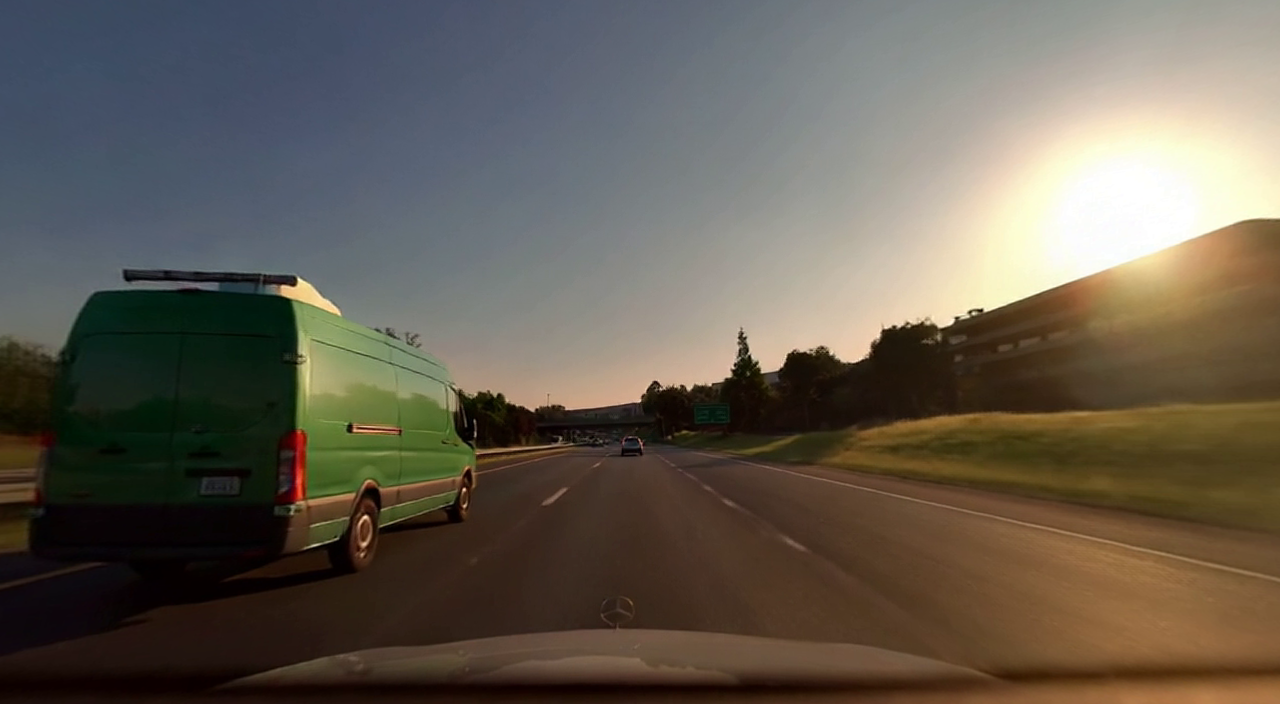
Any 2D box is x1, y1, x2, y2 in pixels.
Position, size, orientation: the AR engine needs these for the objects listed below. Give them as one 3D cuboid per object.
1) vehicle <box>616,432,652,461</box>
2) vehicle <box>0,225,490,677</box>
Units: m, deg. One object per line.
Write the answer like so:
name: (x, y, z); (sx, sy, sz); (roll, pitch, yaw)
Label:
vehicle: (-0.398, 5.727, 38.332); (2.104, 1.646, 4.176); (0, -8, -1)
vehicle: (-3.410, 0.907, 6.529); (2.424, 2.577, 5.828); (0, -8, -2)
